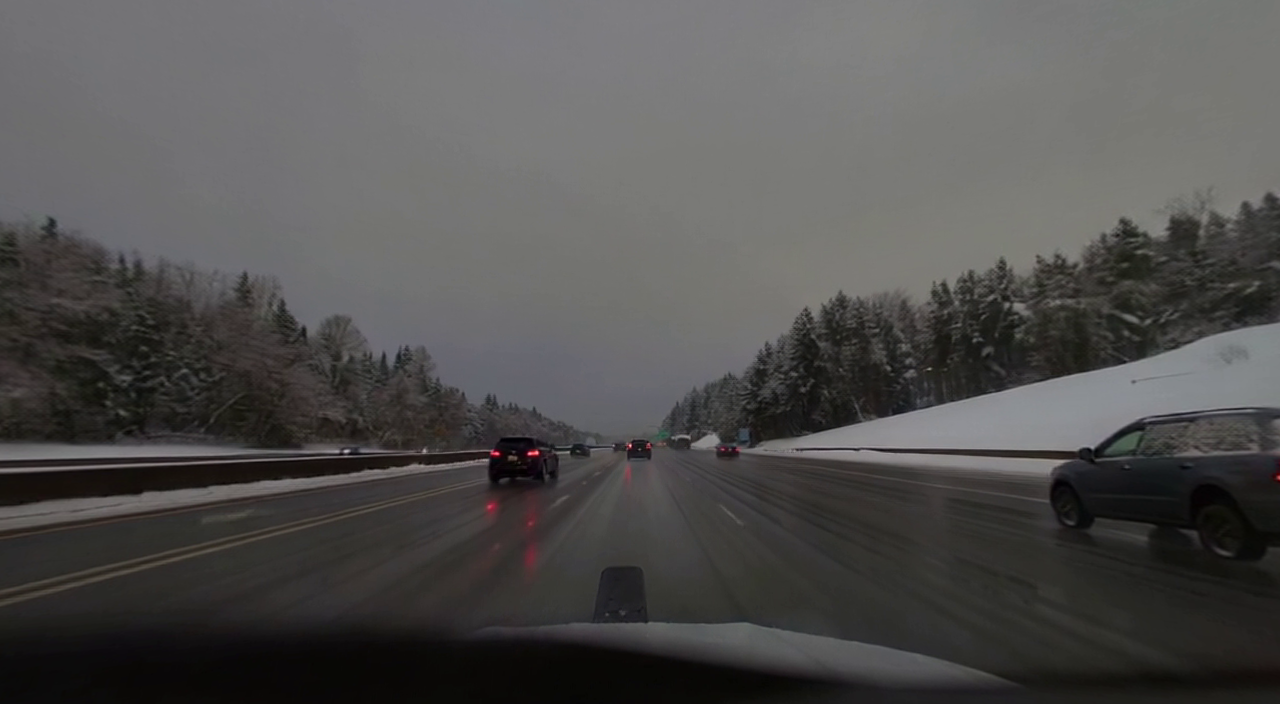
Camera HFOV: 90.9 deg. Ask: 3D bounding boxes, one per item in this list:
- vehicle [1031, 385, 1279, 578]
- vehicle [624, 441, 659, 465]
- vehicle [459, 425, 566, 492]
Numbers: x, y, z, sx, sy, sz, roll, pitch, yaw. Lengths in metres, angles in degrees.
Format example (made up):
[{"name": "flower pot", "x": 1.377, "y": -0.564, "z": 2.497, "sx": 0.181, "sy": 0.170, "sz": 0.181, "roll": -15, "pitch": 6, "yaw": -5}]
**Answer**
[{"name": "vehicle", "x": 6.975, "y": 1.361, "z": 6.975, "sx": 2.123, "sy": 1.756, "sz": 4.959, "roll": 0, "pitch": -8, "yaw": 0}, {"name": "vehicle", "x": 0.083, "y": 6.334, "z": 39.725, "sx": 2.050, "sy": 1.452, "sz": 3.917, "roll": 0, "pitch": -8, "yaw": 0}, {"name": "vehicle", "x": -3.702, "y": 3.221, "z": 19.385, "sx": 2.118, "sy": 1.750, "sz": 4.875, "roll": -1, "pitch": -8, "yaw": 2}]
